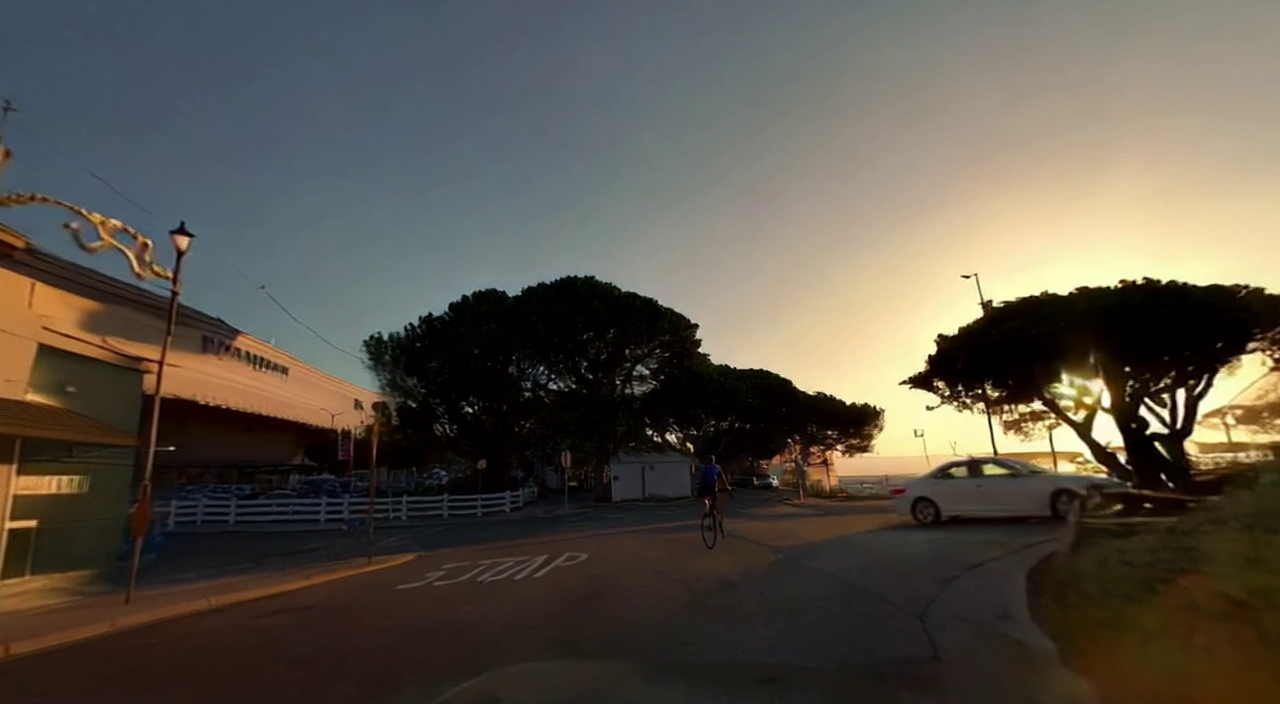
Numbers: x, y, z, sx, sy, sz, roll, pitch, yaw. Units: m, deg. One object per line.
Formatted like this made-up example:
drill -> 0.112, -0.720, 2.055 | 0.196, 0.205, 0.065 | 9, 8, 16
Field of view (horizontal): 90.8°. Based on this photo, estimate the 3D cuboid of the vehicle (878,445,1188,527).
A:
vehicle -> 8.271, 2.803, 13.886 | 5.323, 1.479, 2.112 | -5, -10, 31
